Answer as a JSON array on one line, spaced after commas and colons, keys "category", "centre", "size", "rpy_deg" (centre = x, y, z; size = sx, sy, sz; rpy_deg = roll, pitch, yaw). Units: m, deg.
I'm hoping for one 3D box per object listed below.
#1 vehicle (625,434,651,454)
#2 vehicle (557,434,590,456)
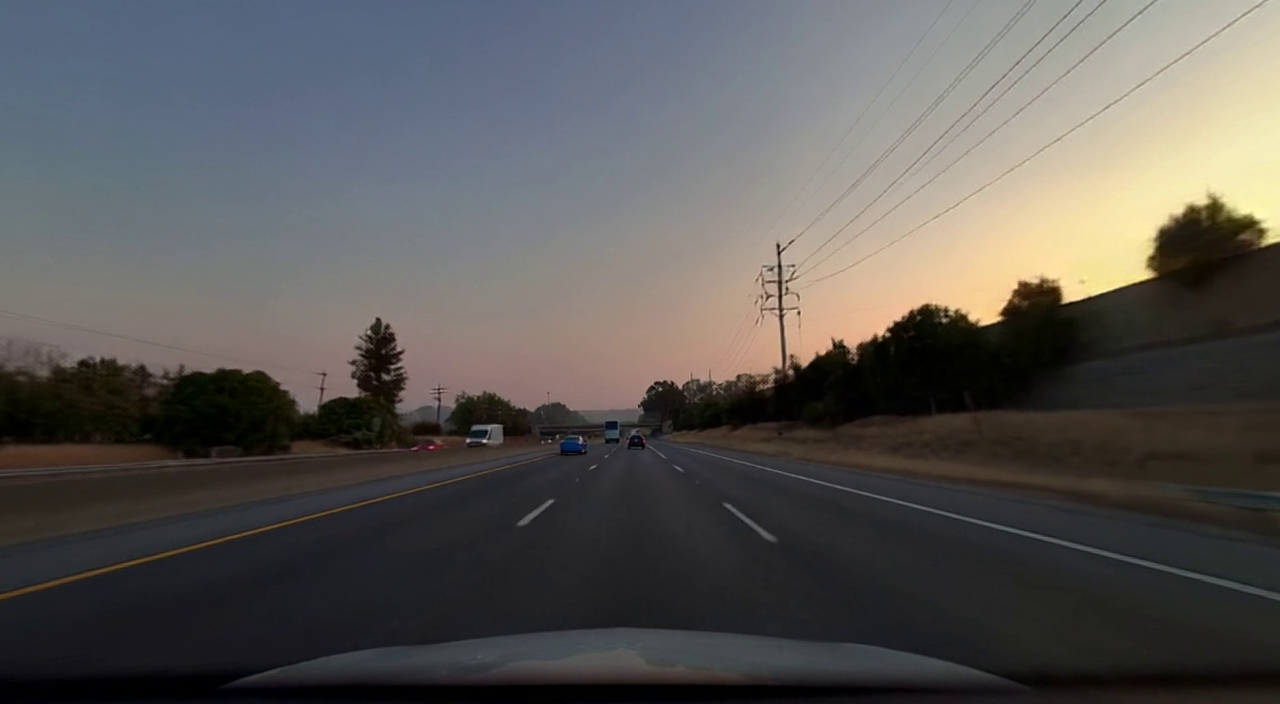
[{"category": "vehicle", "centre": [-0.172, 6.869, 47.221], "size": [1.890, 1.472, 3.716], "rpy_deg": [0, -8, -1]}, {"category": "vehicle", "centre": [-4.569, 6.443, 43.811], "size": [1.911, 1.477, 3.807], "rpy_deg": [0, -8, 0]}]
